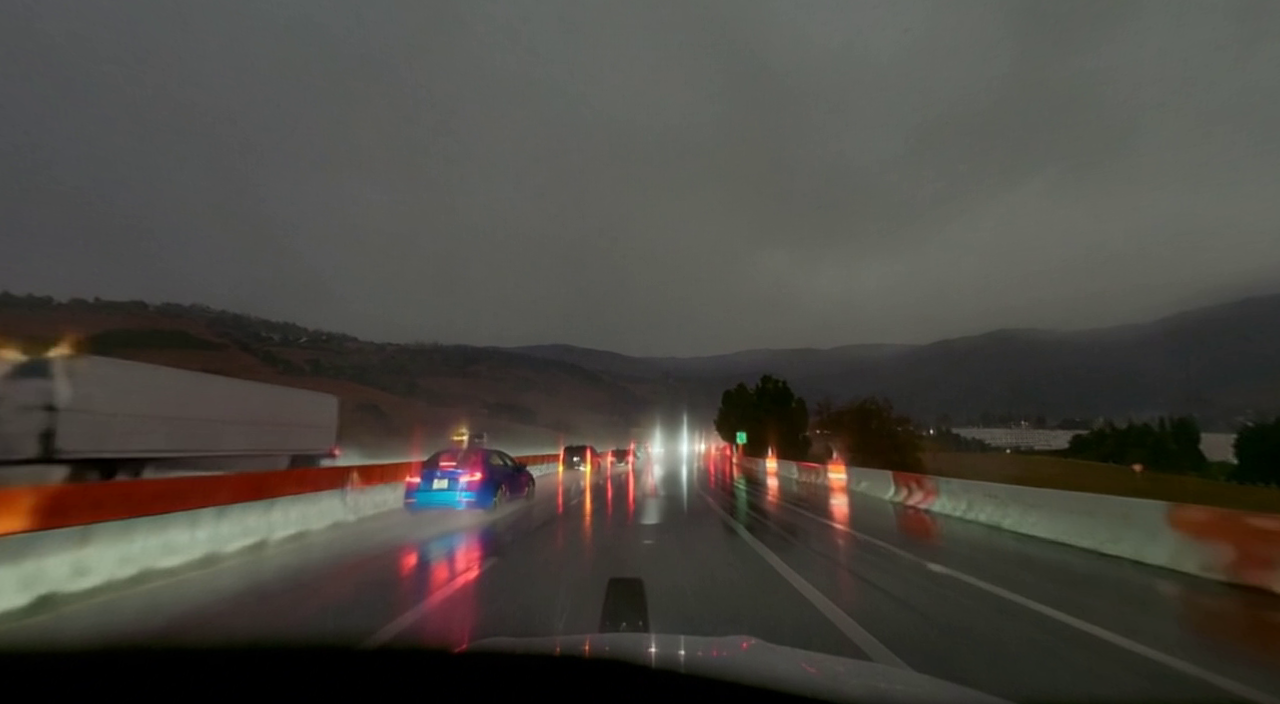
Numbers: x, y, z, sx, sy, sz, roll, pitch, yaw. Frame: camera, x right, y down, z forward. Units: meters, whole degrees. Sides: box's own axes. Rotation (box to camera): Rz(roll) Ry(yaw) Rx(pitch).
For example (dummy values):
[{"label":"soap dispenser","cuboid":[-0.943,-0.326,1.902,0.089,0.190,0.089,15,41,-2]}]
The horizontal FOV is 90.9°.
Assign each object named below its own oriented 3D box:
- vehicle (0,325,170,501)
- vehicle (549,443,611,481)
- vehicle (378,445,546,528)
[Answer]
[{"label":"vehicle","cuboid":[-17.054,1.804,17.343,3.005,4.223,6.332,0,-9,1]},{"label":"vehicle","cuboid":[-2.448,4.650,26.811,2.094,1.480,4.124,-1,-9,2]},{"label":"vehicle","cuboid":[-3.214,2.511,12.324,2.061,1.330,3.928,0,-9,1]}]
